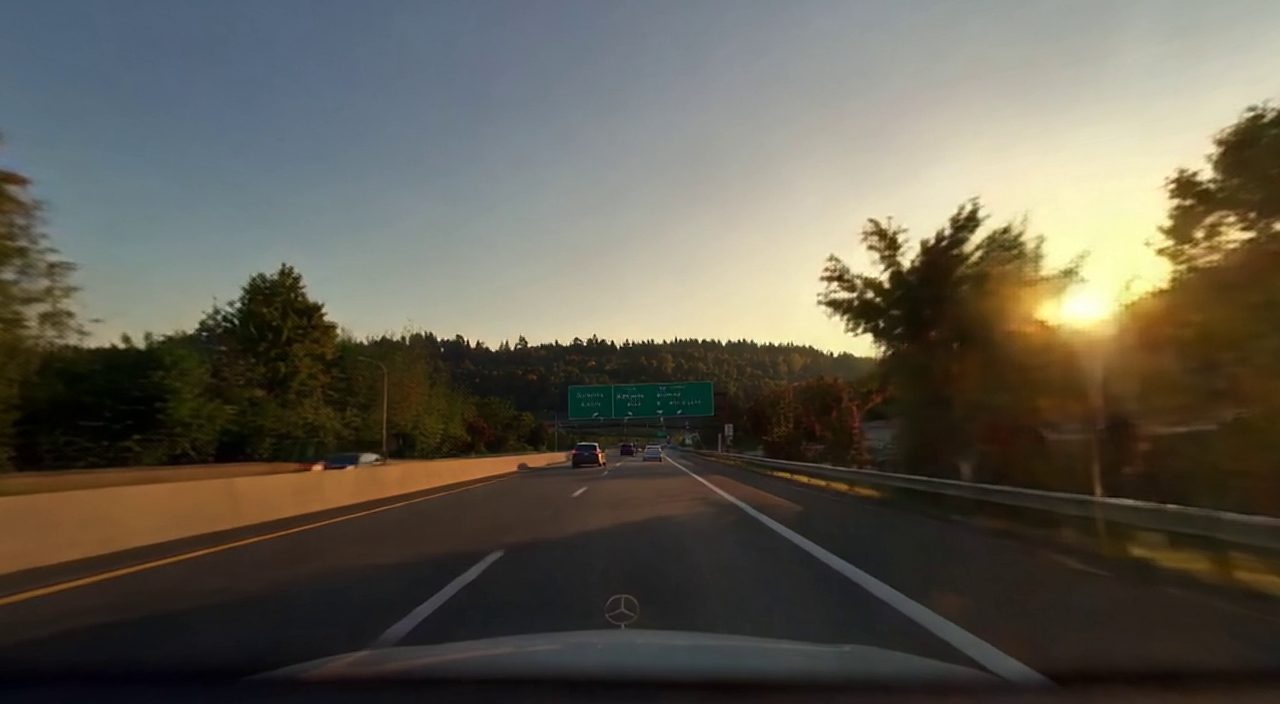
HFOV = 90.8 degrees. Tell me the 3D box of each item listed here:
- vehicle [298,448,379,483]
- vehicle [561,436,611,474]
[{"bbox_3d":[-16.301,6.134,34.396,1.998,1.712,4.578,-1,-9,2],"label":"vehicle"},{"bbox_3d":[-2.758,5.395,33.286,2.143,1.853,4.123,0,-8,2],"label":"vehicle"}]
